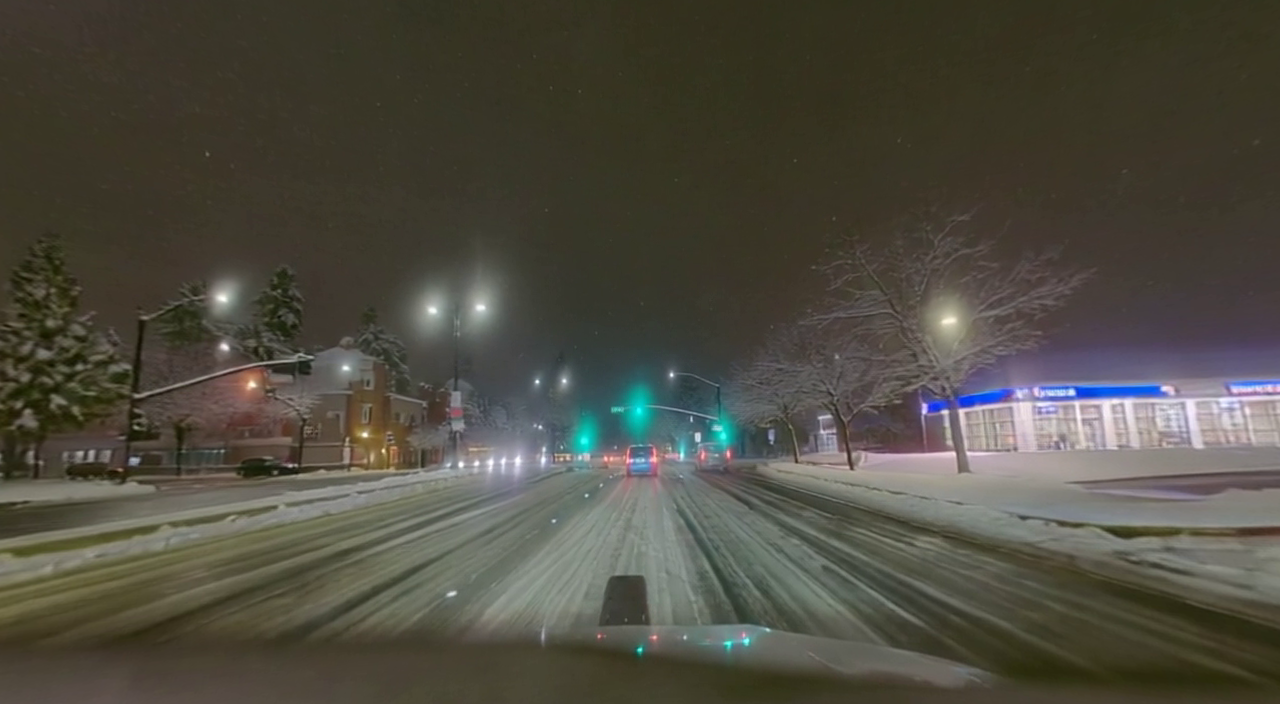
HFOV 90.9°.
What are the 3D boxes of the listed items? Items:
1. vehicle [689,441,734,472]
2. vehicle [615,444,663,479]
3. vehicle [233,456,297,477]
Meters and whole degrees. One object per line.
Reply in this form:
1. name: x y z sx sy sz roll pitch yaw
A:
1. vehicle: 4.109 6.050 36.841 2.007 1.683 4.171 0 -8 -2
2. vehicle: -0.047 4.973 28.980 2.059 1.477 3.988 0 -8 0
3. vehicle: -29.300 8.925 49.388 1.879 1.489 4.627 -1 -9 6
